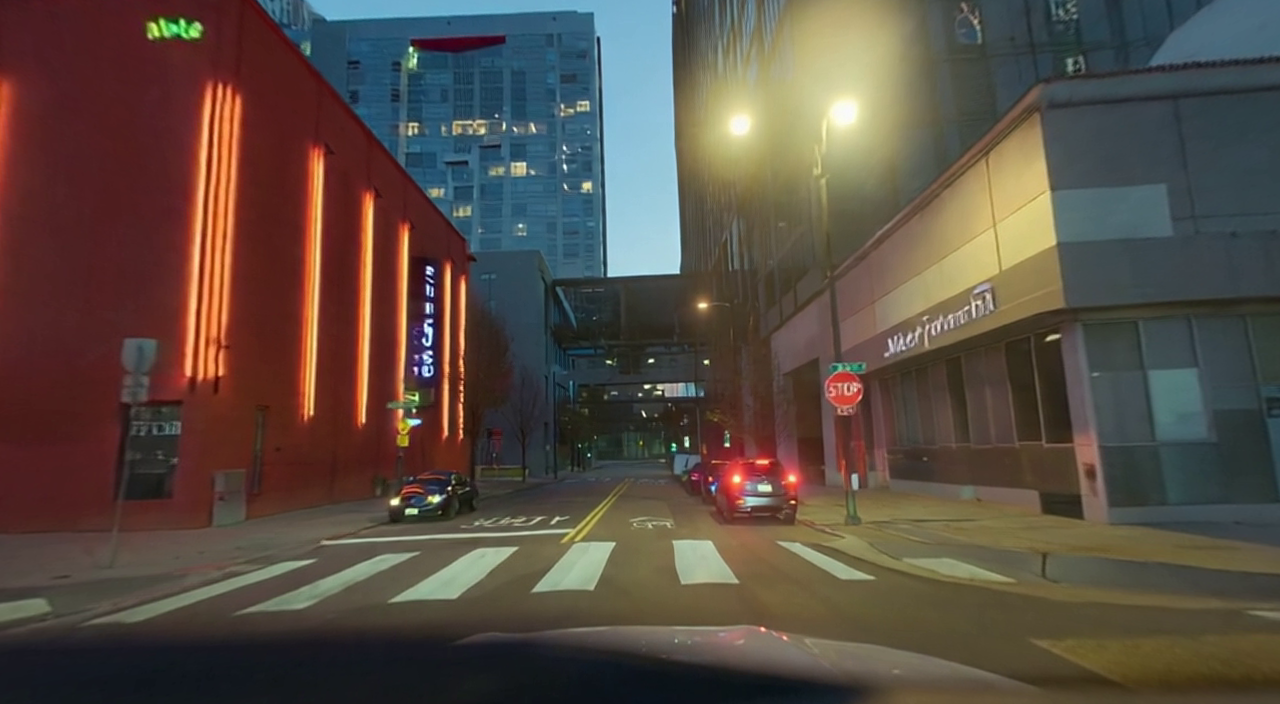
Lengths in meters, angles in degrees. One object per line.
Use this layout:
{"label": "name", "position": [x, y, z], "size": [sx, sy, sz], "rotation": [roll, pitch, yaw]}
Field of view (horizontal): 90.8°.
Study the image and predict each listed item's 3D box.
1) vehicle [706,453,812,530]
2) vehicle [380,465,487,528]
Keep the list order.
{"label": "vehicle", "position": [2.947, 3.535, 16.640], "size": [1.917, 1.680, 4.500], "rotation": [0, -9, 0]}
{"label": "vehicle", "position": [-5.655, 3.977, 17.829], "size": [1.864, 1.447, 3.887], "rotation": [0, -9, -2]}
